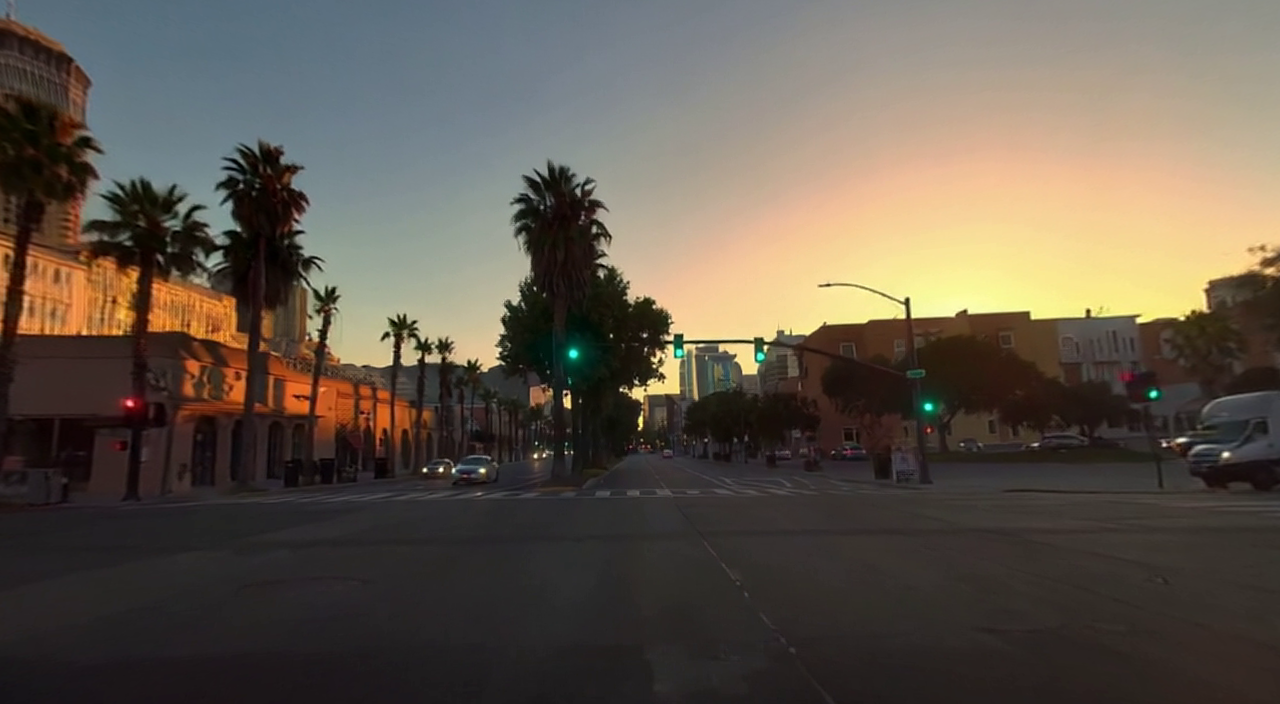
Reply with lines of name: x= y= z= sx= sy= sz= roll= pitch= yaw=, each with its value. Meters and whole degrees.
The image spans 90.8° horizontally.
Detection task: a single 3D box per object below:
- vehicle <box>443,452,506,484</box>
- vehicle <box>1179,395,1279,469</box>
vehicle: x=-8.671 y=6.094 z=33.518 sx=2.095 sy=1.482 sz=4.523 roll=0 pitch=-9 yaw=1
vehicle: x=32.827 y=3.948 z=31.230 sx=2.863 sy=3.609 sz=10.252 roll=0 pitch=-9 yaw=-3
